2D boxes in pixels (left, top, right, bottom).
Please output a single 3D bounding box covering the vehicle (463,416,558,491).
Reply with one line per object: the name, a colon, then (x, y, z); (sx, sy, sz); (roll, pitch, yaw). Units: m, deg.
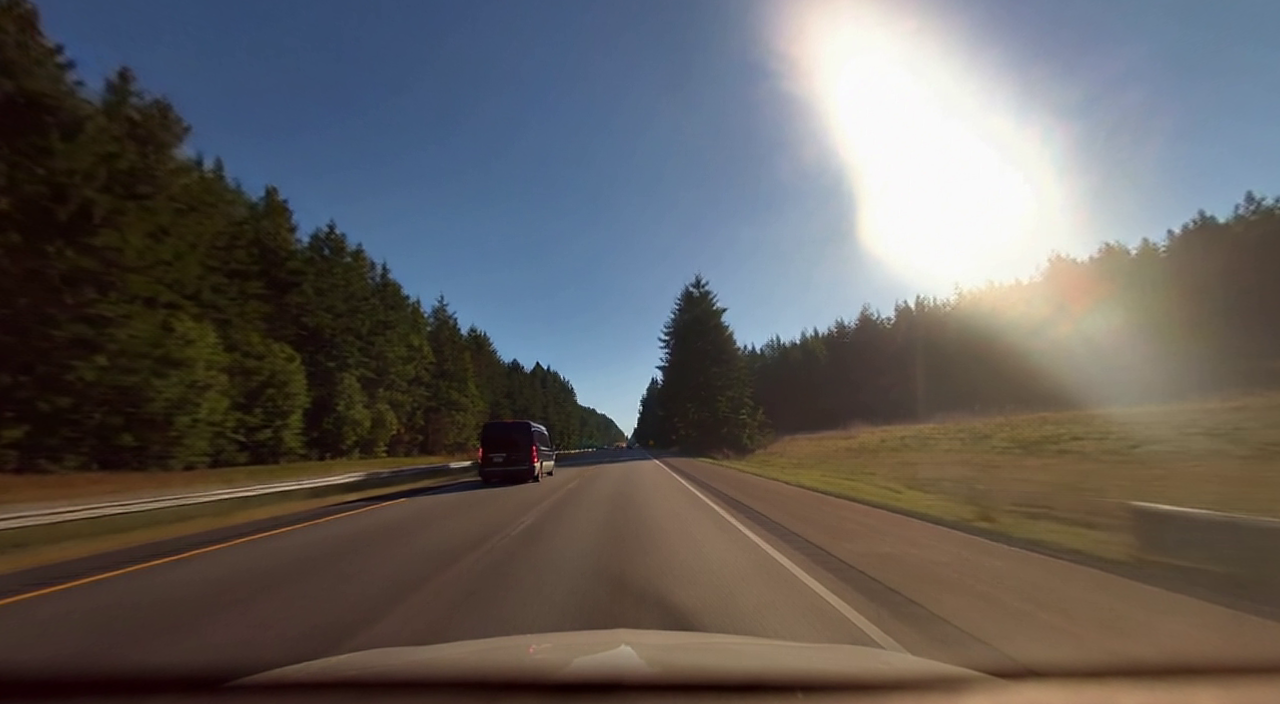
vehicle: (-3.887, 3.144, 19.778); (1.976, 2.029, 4.737); (-1, -8, 0)
